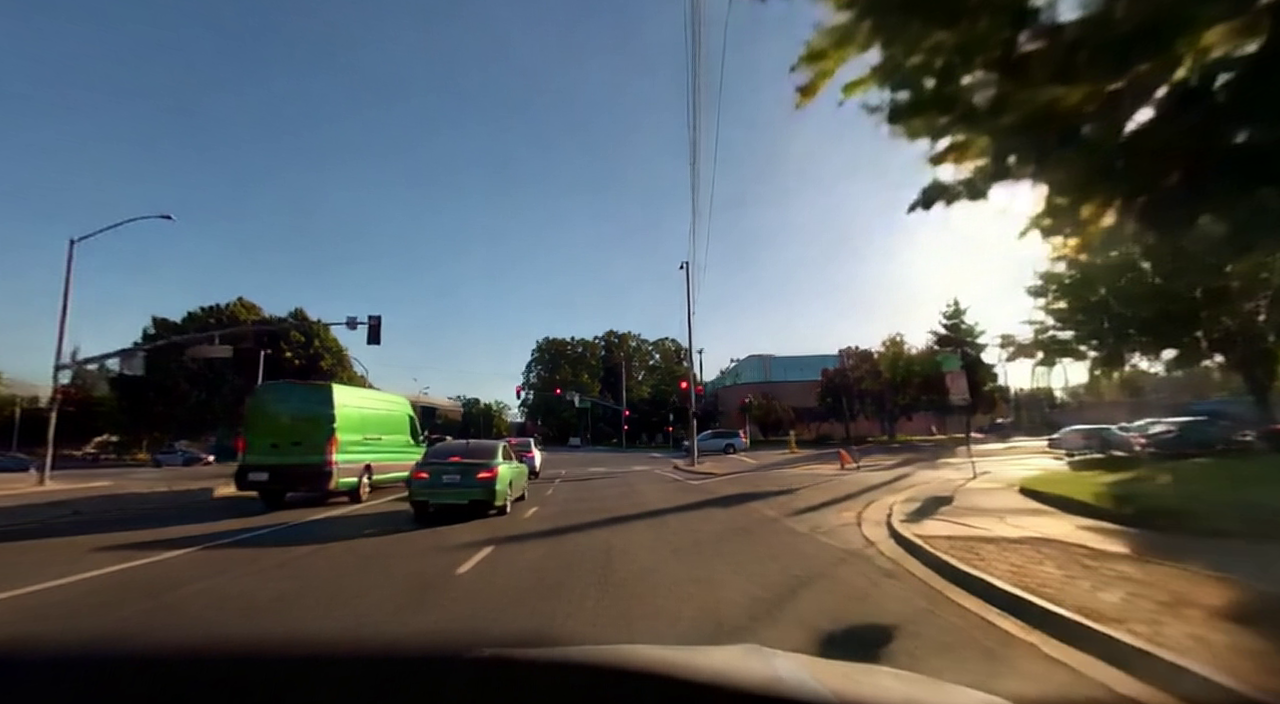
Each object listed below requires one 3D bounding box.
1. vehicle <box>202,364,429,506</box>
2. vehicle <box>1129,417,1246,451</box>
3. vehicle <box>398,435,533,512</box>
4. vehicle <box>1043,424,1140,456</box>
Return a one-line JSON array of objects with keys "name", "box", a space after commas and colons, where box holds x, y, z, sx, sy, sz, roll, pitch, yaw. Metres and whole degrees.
[{"name": "vehicle", "box": [-7.790, 2.217, 16.380, 2.461, 2.889, 6.776, 1, -9, -2]}, {"name": "vehicle", "box": [28.308, 4.285, 32.701, 4.056, 1.659, 1.881, -2, -9, 13]}, {"name": "vehicle", "box": [-3.797, 2.731, 14.612, 2.019, 1.485, 4.565, 1, -9, -3]}, {"name": "vehicle", "box": [21.929, 4.301, 30.613, 3.718, 1.480, 1.981, 4, -9, -20]}]
